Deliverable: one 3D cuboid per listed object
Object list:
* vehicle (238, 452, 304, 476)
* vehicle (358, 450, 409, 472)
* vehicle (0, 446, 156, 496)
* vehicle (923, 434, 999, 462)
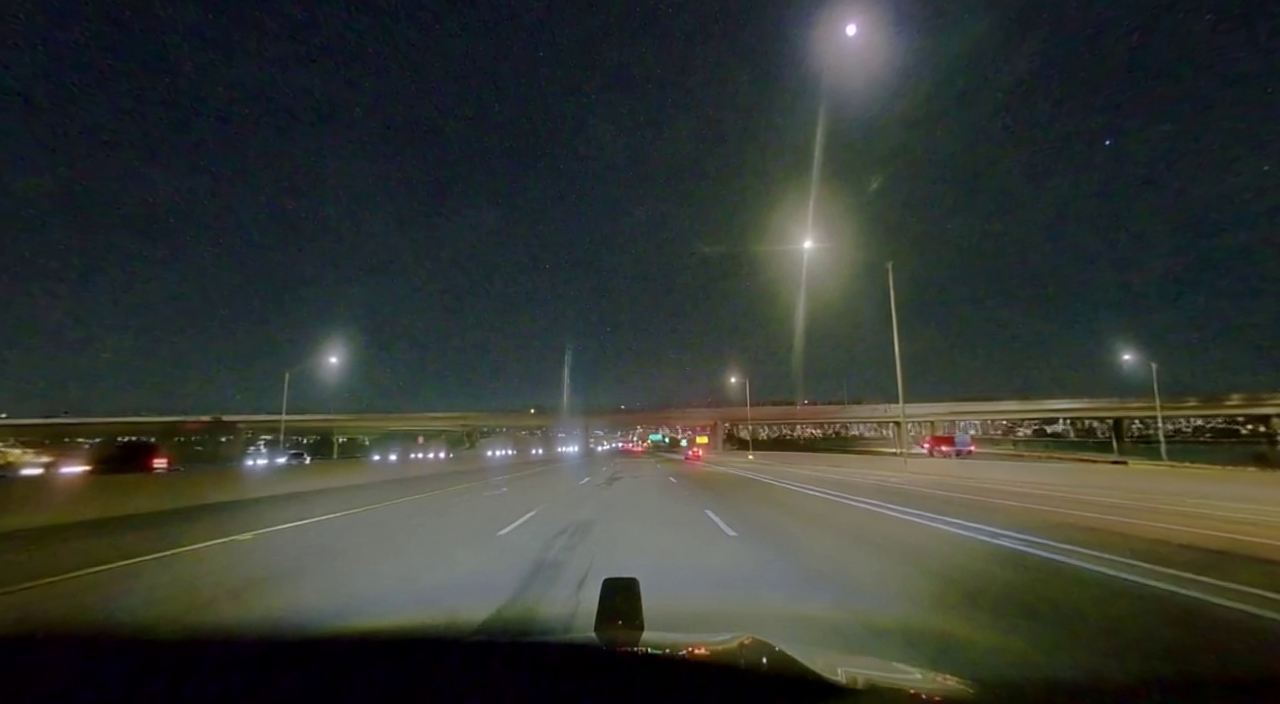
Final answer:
[{"bbox_3d":[-25.600,7.779,44.027,2.024,1.547,4.451,0,-9,-2],"label":"vehicle"},{"bbox_3d":[-18.658,7.890,46.140,1.871,1.497,4.589,0,-9,-1],"label":"vehicle"},{"bbox_3d":[-22.096,4.597,24.948,1.936,1.735,5.067,0,-9,-1],"label":"vehicle"},{"bbox_3d":[18.609,5.606,36.871,1.916,1.508,4.485,0,-9,-3],"label":"vehicle"}]
